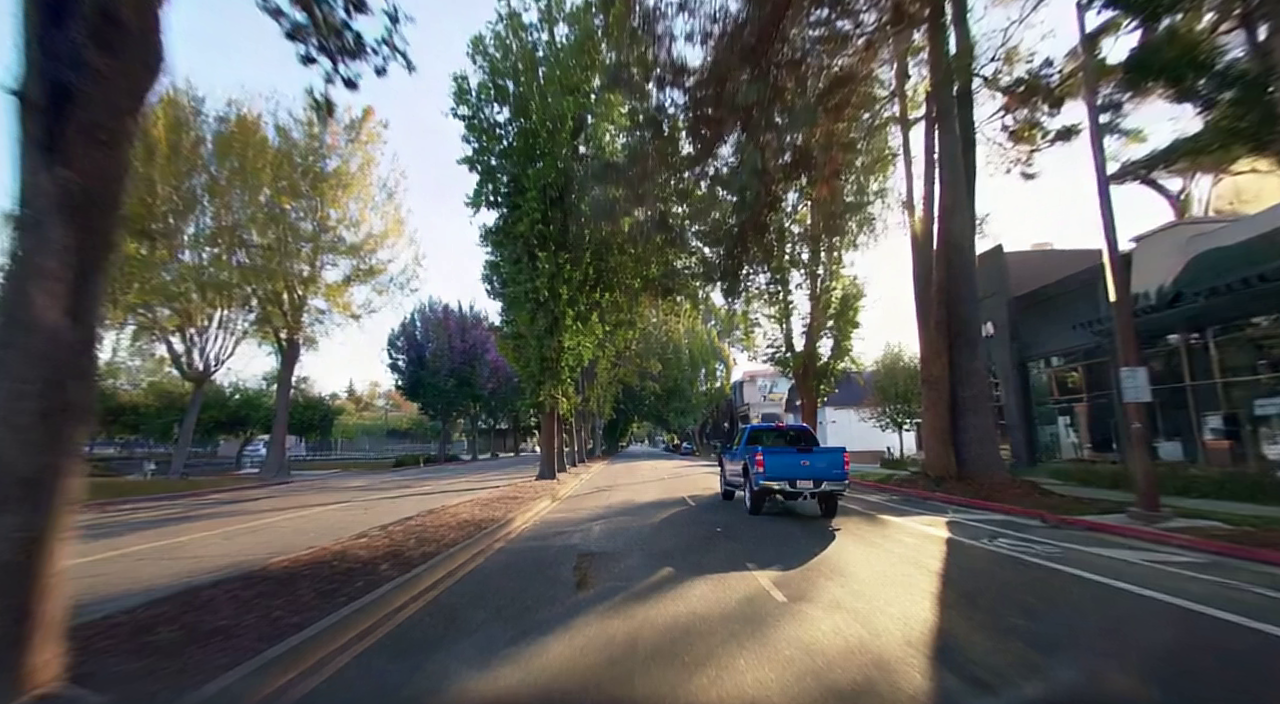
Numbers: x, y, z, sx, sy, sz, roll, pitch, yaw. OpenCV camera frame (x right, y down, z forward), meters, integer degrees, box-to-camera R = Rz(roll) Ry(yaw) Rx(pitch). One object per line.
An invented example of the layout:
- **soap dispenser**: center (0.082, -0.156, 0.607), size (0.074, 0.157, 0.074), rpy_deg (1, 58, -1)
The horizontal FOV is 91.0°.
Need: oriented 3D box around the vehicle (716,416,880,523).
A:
- **vehicle**: center (3.053, 2.431, 13.583), size (2.085, 1.828, 5.383), rpy_deg (0, -8, -1)
